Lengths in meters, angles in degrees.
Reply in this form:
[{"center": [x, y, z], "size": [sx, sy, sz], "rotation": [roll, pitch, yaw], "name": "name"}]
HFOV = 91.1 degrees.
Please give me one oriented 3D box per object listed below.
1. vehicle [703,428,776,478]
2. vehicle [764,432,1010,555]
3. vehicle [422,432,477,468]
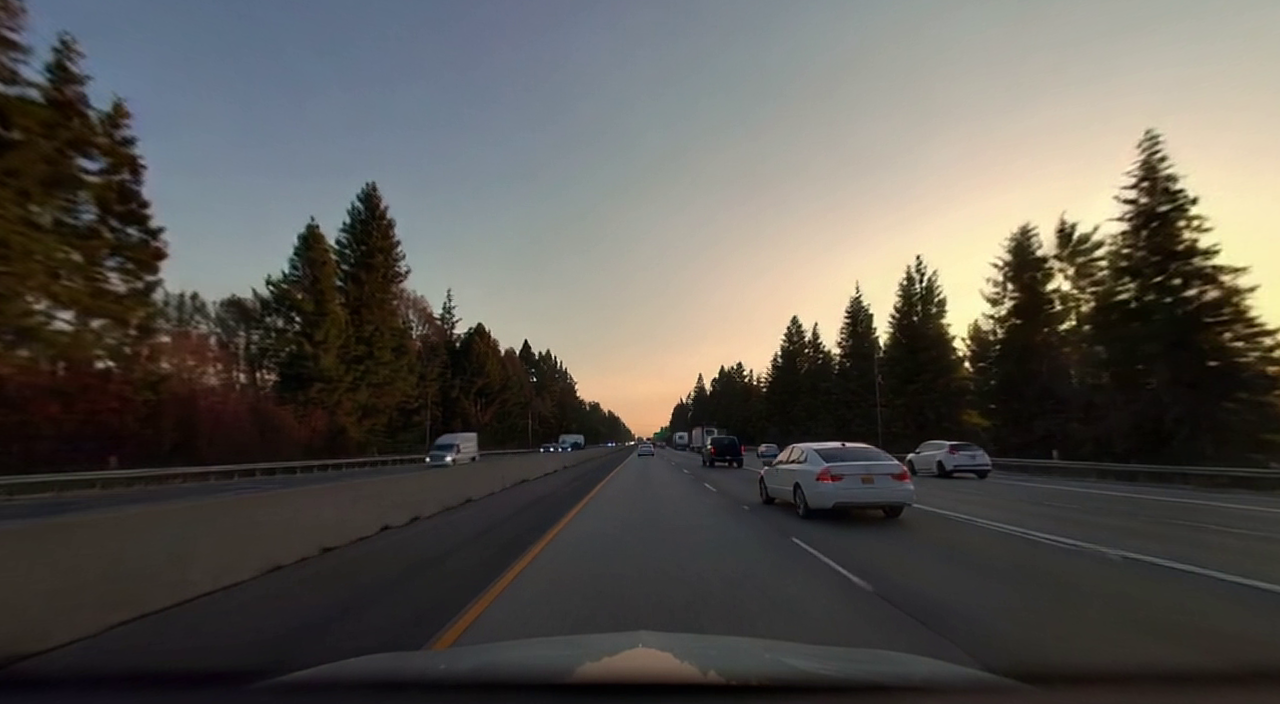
[{"center": [4.134, 4.320, 27.103], "size": [2.206, 1.902, 5.460], "rotation": [0, -8, 0], "name": "vehicle"}, {"center": [3.463, 2.058, 10.019], "size": [1.904, 1.453, 4.789], "rotation": [0, -8, -1], "name": "vehicle"}, {"center": [-14.538, 7.500, 48.354], "size": [2.305, 2.613, 5.756], "rotation": [0, -8, 1], "name": "vehicle"}]
